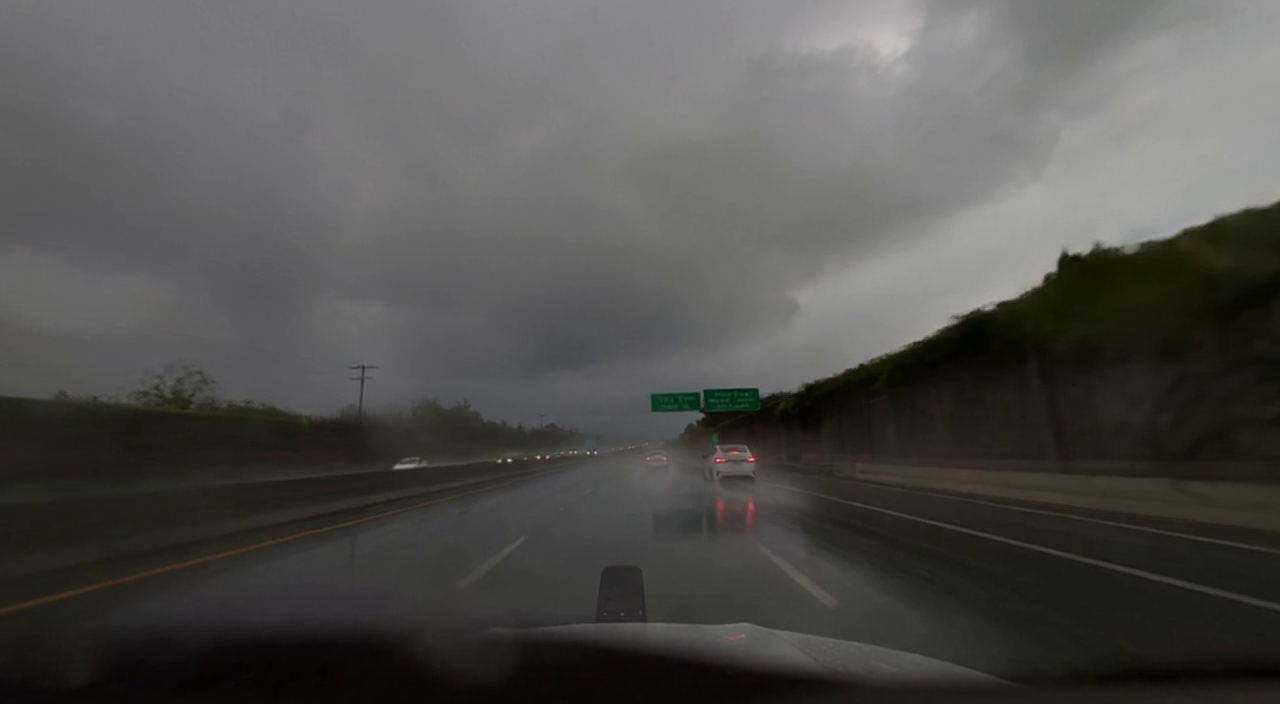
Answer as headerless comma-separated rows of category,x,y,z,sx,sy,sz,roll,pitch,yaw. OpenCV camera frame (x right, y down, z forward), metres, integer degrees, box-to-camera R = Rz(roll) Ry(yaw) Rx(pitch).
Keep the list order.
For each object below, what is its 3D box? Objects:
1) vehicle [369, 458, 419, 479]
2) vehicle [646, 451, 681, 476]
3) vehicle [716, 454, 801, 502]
vehicle,-19.323,9.168,49.700,1.909,1.514,4.719,-1,-9,2
vehicle,1.400,6.876,39.042,2.065,1.400,4.028,0,-9,1
vehicle,3.575,3.857,19.651,1.883,1.320,3.386,0,-9,-1
